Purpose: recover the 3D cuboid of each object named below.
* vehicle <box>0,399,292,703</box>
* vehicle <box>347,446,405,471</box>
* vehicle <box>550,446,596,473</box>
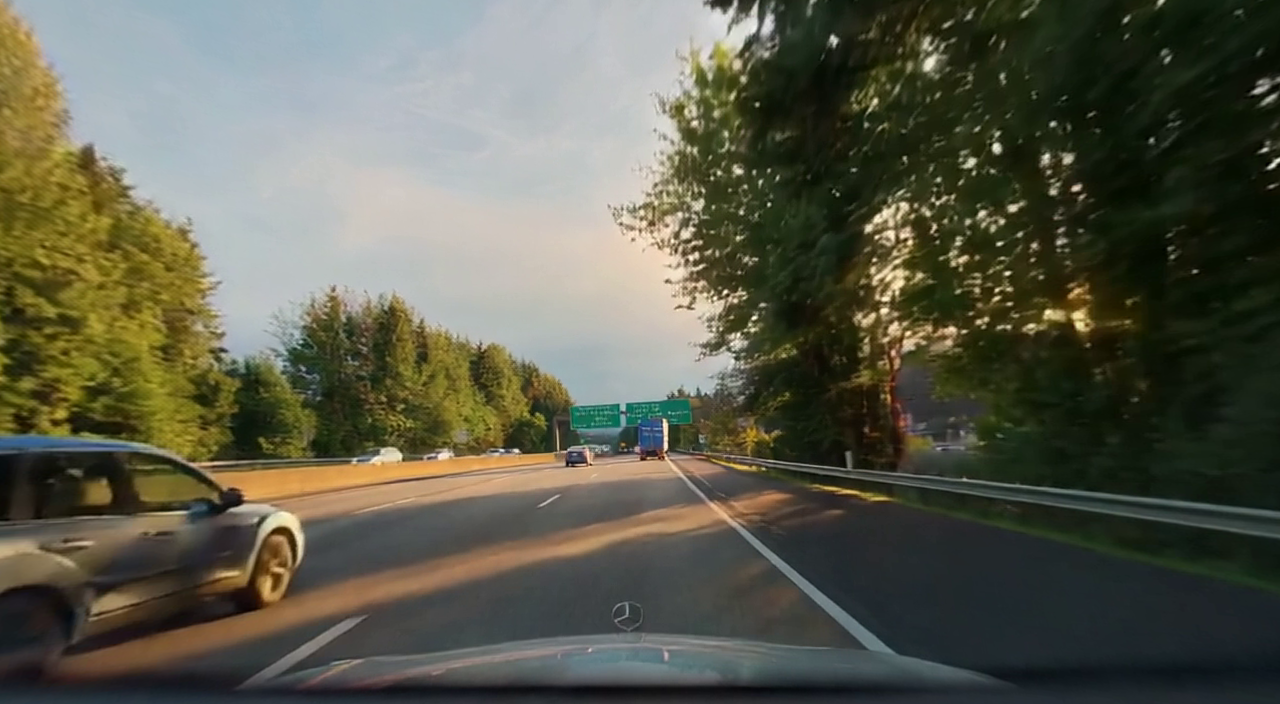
[{"bbox_3d":[-3.974,1.001,2.916,2.039,1.532,4.610,-1,-9,1],"label":"vehicle"},{"bbox_3d":[-19.074,7.699,45.805,2.065,1.665,4.796,-1,-9,1],"label":"vehicle"},{"bbox_3d":[-3.712,6.024,35.526,2.045,1.430,3.951,-1,-9,1],"label":"vehicle"}]
